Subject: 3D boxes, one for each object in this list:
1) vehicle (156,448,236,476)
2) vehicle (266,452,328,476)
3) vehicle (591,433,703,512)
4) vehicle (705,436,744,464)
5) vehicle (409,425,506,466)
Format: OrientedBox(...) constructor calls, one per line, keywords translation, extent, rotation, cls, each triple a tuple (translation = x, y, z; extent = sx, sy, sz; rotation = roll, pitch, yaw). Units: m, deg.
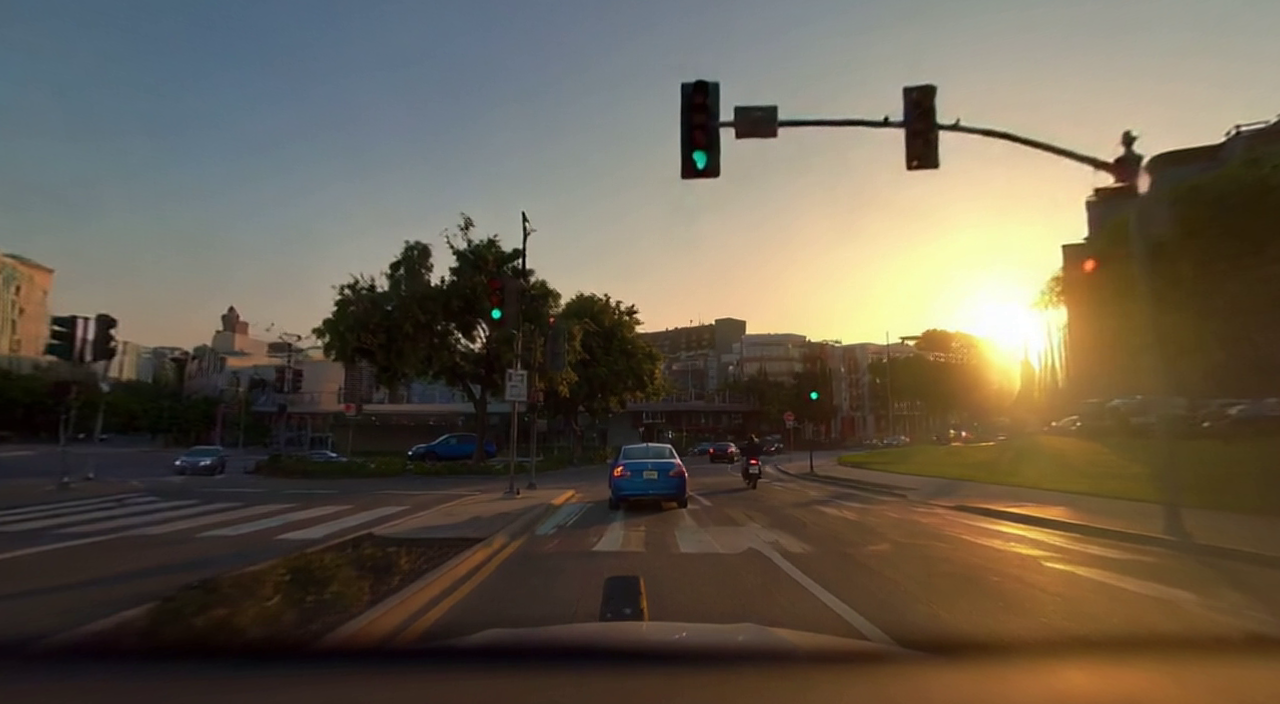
OrientedBox(translation=(-21.874, 5.394, 31.117), extent=(1.433, 1.269, 2.779), rotation=(-5, -9, 29), cls="vehicle")
OrientedBox(translation=(-19.185, 6.251, 35.345), extent=(1.259, 1.181, 2.744), rotation=(-6, -9, 31), cls="vehicle")
OrientedBox(translation=(0.105, 2.579, 14.007), extent=(2.118, 1.480, 3.949), rotation=(0, -8, -1), cls="vehicle")
OrientedBox(translation=(5.763, 6.604, 42.667), extent=(2.212, 1.790, 4.768), rotation=(-2, -8, 12), cls="vehicle")
OrientedBox(translation=(-13.324, 6.882, 46.762), extent=(2.287, 2.780, 7.166), rotation=(-5, -10, 31), cls="vehicle")
